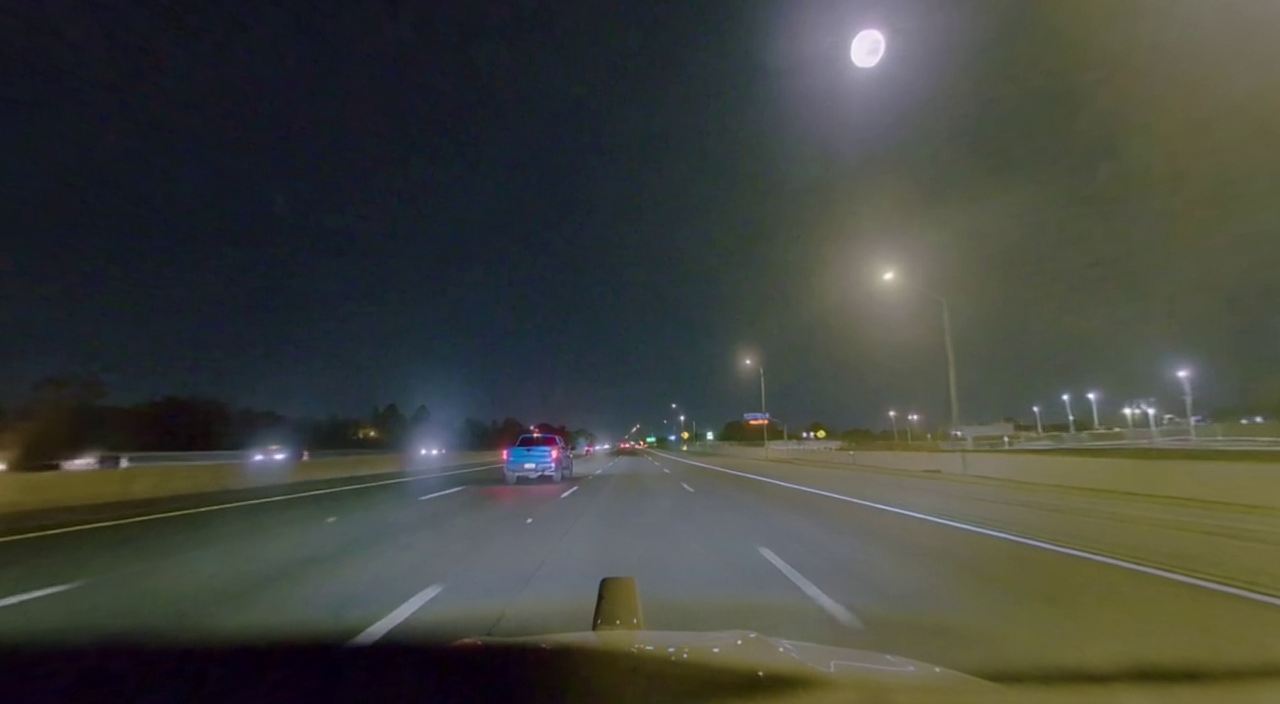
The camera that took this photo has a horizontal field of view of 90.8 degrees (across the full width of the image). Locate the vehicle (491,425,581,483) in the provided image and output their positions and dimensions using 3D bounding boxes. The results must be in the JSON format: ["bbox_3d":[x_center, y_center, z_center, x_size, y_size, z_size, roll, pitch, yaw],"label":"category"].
[{"bbox_3d":[-3.960,4.053,25.396,2.529,2.003,5.904,0,-8,1],"label":"vehicle"}]
